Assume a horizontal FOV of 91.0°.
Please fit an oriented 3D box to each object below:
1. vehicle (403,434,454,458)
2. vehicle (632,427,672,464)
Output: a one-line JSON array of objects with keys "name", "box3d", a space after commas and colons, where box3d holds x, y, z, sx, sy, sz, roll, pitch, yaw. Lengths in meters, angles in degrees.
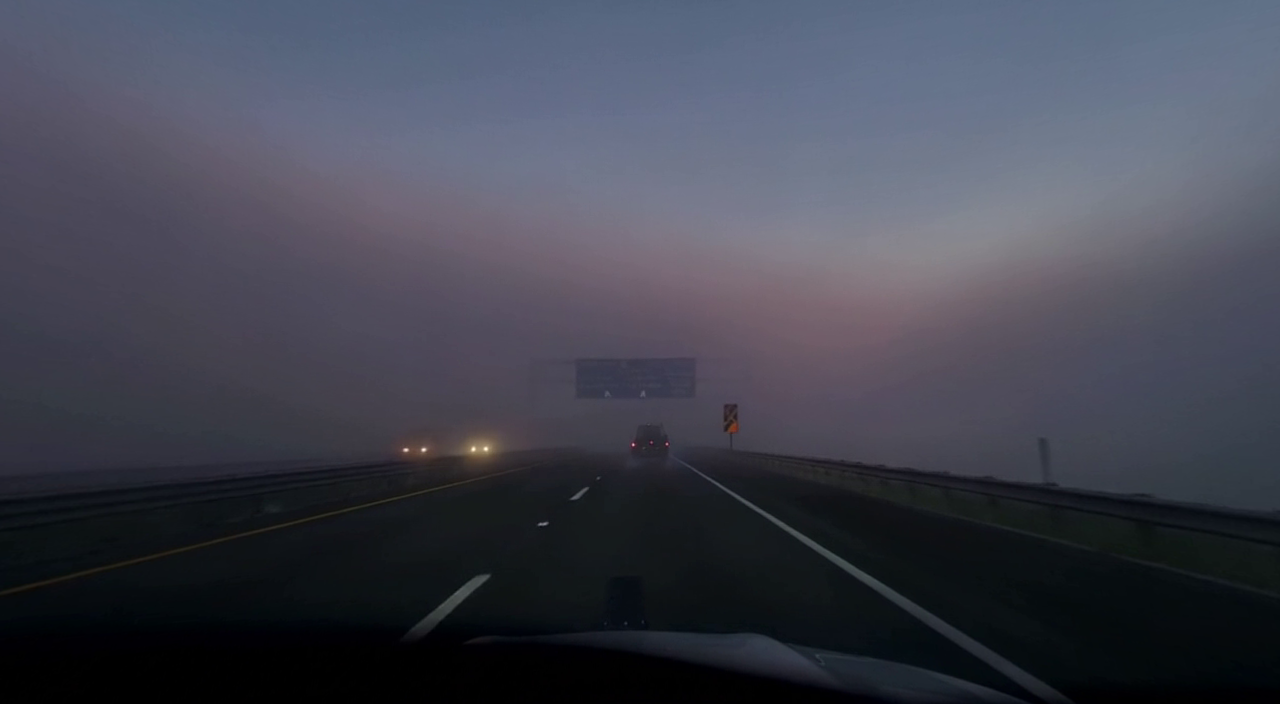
[{"name": "vehicle", "box3d": [-16.087, 7.200, 48.152, 1.994, 1.747, 4.842, 0, -8, 2]}, {"name": "vehicle", "box3d": [0.717, 5.813, 39.058, 2.277, 2.109, 4.922, 0, -8, 0]}]
